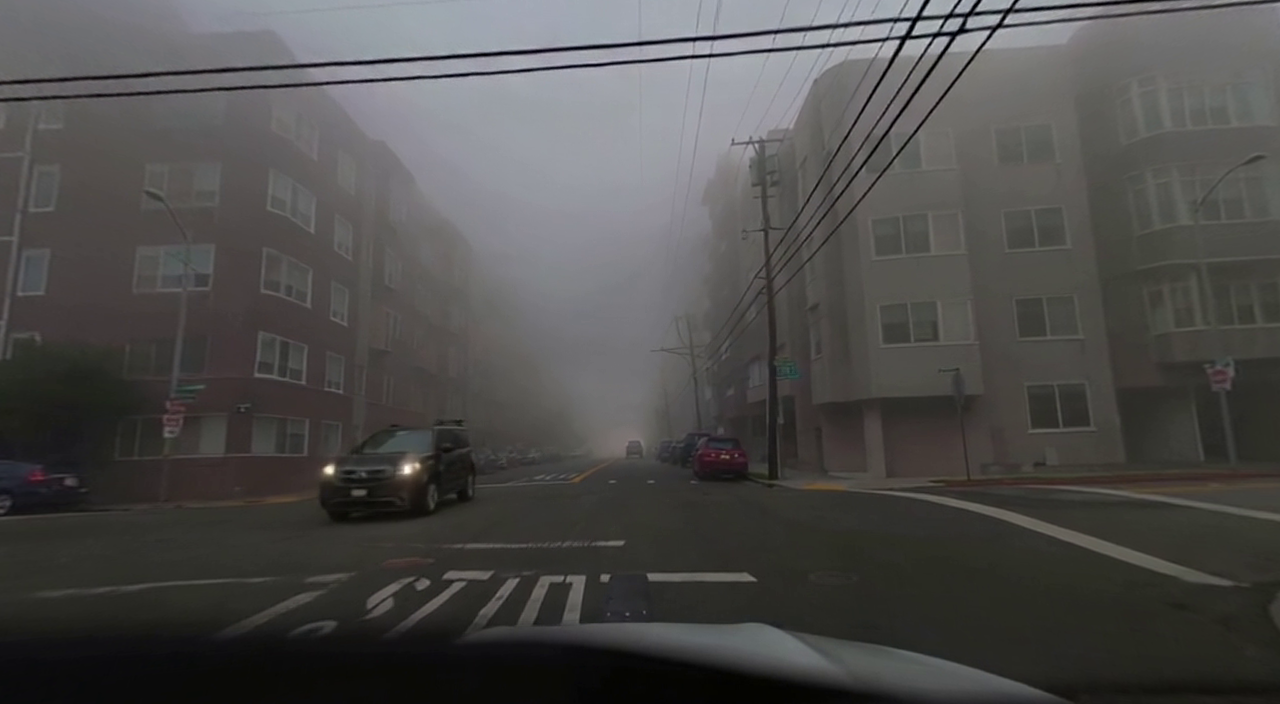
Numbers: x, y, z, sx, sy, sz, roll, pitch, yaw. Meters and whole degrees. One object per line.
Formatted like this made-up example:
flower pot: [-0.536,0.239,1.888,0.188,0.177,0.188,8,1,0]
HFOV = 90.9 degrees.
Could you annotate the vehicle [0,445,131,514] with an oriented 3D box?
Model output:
vehicle: [-17.637,3.476,17.400,5.354,1.773,1.991,0,-9,-1]

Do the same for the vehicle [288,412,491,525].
vehicle: [-4.609,2.241,12.616,2.201,1.801,4.750,0,-9,-2]

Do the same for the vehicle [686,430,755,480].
vehicle: [3.195,4.219,25.962,2.164,1.721,4.416,-4,-9,0]
